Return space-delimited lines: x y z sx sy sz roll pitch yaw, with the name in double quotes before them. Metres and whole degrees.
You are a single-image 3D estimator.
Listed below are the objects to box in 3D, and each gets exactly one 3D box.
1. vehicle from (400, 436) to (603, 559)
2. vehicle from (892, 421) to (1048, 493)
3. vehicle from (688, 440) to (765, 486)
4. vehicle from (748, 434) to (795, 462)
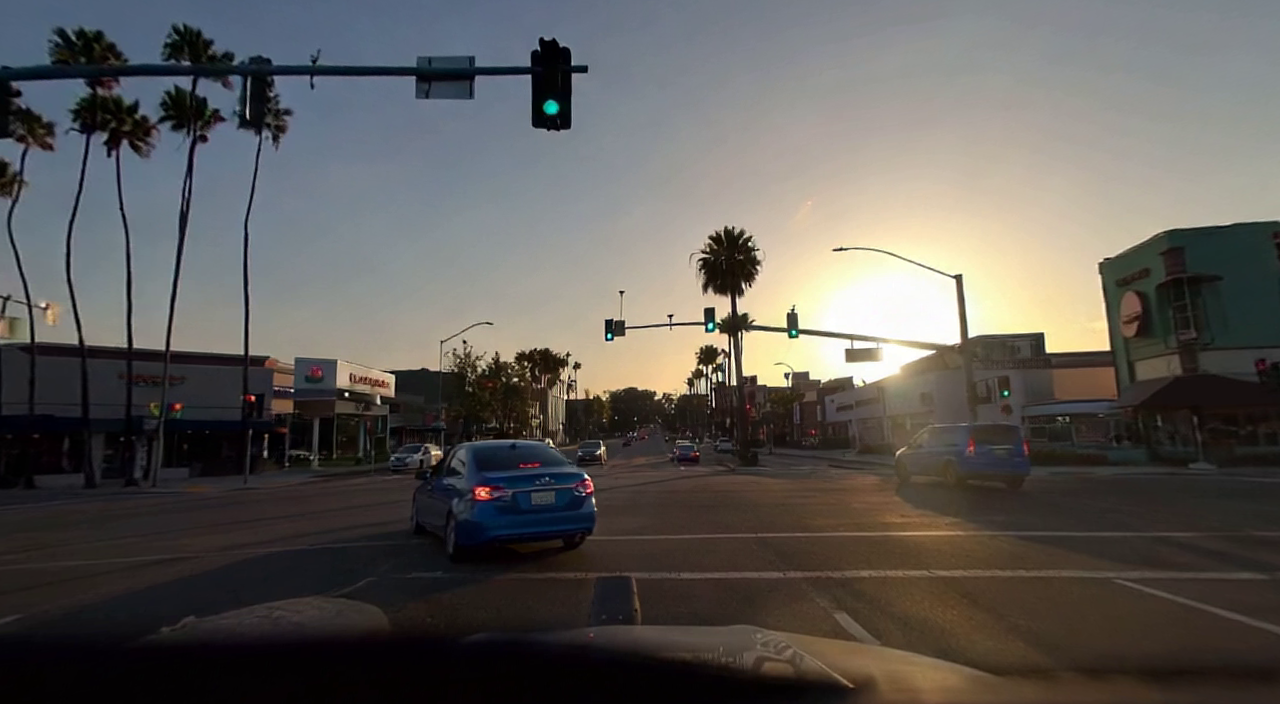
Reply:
"vehicle" -2.410 2.116 10.065 2.089 1.471 4.206 4 -10 -27
"vehicle" 9.624 3.110 19.006 2.059 1.859 4.690 0 -8 -1
"vehicle" 2.922 3.852 22.309 1.977 1.449 4.254 0 -8 -2
"vehicle" 9.344 6.886 45.354 2.027 1.848 5.158 1 -9 -3
